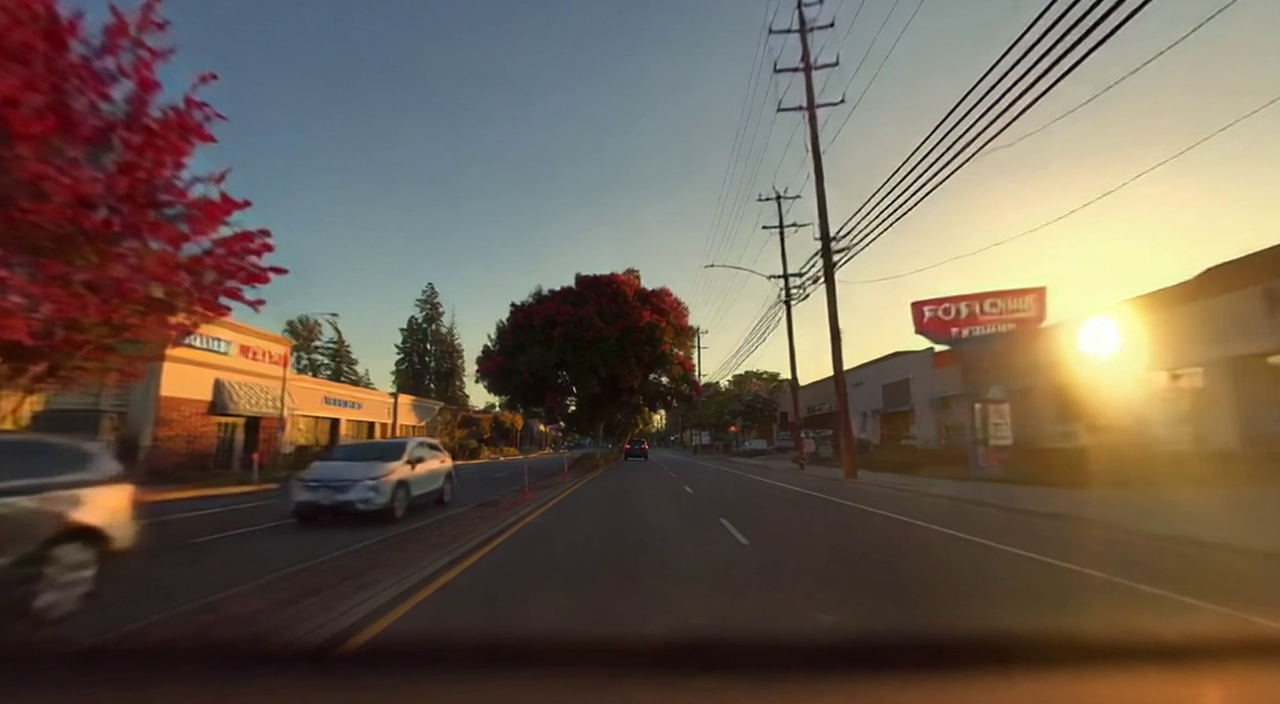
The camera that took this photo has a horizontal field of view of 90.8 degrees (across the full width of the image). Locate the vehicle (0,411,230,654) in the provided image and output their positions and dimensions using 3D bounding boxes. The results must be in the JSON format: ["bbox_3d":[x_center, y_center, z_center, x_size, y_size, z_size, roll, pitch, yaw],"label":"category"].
[{"bbox_3d":[-5.022,1.166,3.916,1.909,1.524,4.614,-2,-8,0],"label":"vehicle"}]

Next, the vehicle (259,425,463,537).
[{"bbox_3d":[-5.032,2.340,12.233,1.993,1.680,4.386,-2,-8,-1],"label":"vehicle"}]
